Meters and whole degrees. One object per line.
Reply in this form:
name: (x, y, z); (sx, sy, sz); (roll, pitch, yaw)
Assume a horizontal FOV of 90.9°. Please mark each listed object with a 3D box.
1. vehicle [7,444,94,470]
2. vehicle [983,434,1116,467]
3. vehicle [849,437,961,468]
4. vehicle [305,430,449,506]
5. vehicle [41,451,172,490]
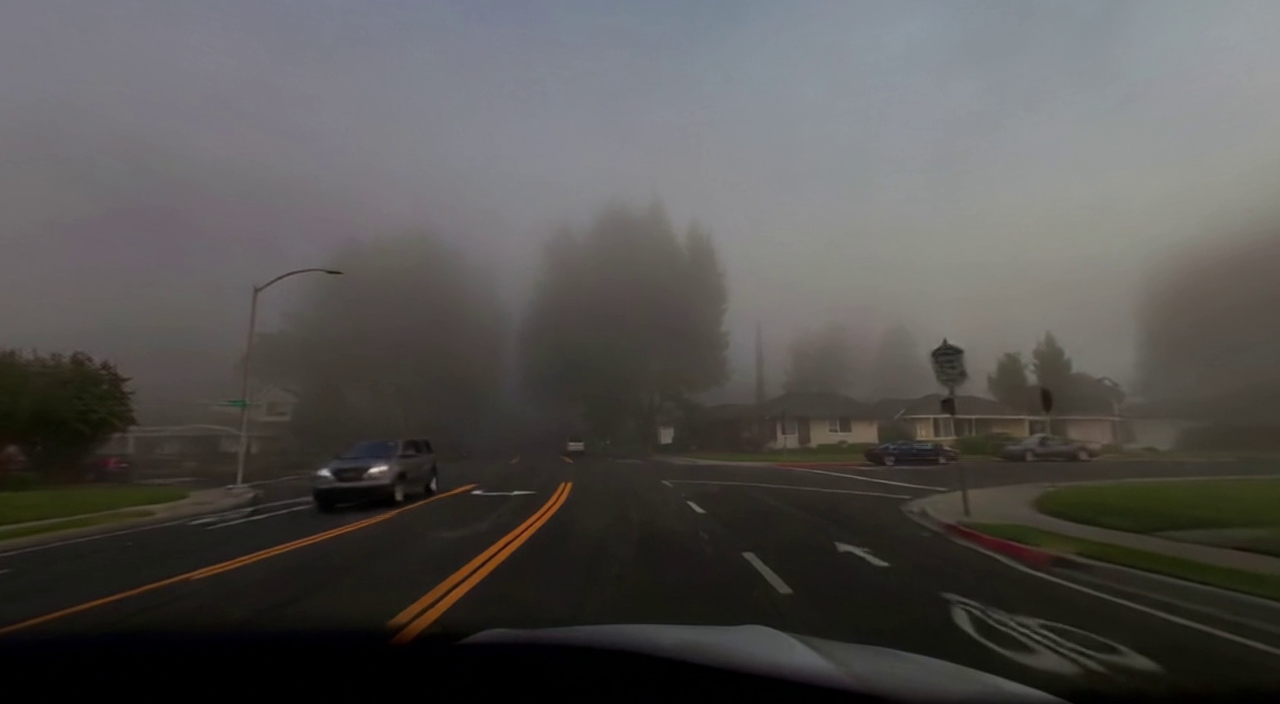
vehicle: (-44.988, 7.989, 48.235); (1.948, 1.845, 4.671); (-2, -8, 4)
vehicle: (19.192, 4.645, 29.752); (4.795, 1.468, 1.945); (-2, -9, 12)
vehicle: (12.923, 4.939, 31.000); (4.737, 1.447, 1.766); (-1, -9, 8)
vehicle: (-6.775, 3.008, 16.857); (2.069, 1.740, 4.446); (0, -8, -3)
vehicle: (-24.682, 5.471, 29.258); (4.378, 1.714, 1.977); (-1, -8, 4)
